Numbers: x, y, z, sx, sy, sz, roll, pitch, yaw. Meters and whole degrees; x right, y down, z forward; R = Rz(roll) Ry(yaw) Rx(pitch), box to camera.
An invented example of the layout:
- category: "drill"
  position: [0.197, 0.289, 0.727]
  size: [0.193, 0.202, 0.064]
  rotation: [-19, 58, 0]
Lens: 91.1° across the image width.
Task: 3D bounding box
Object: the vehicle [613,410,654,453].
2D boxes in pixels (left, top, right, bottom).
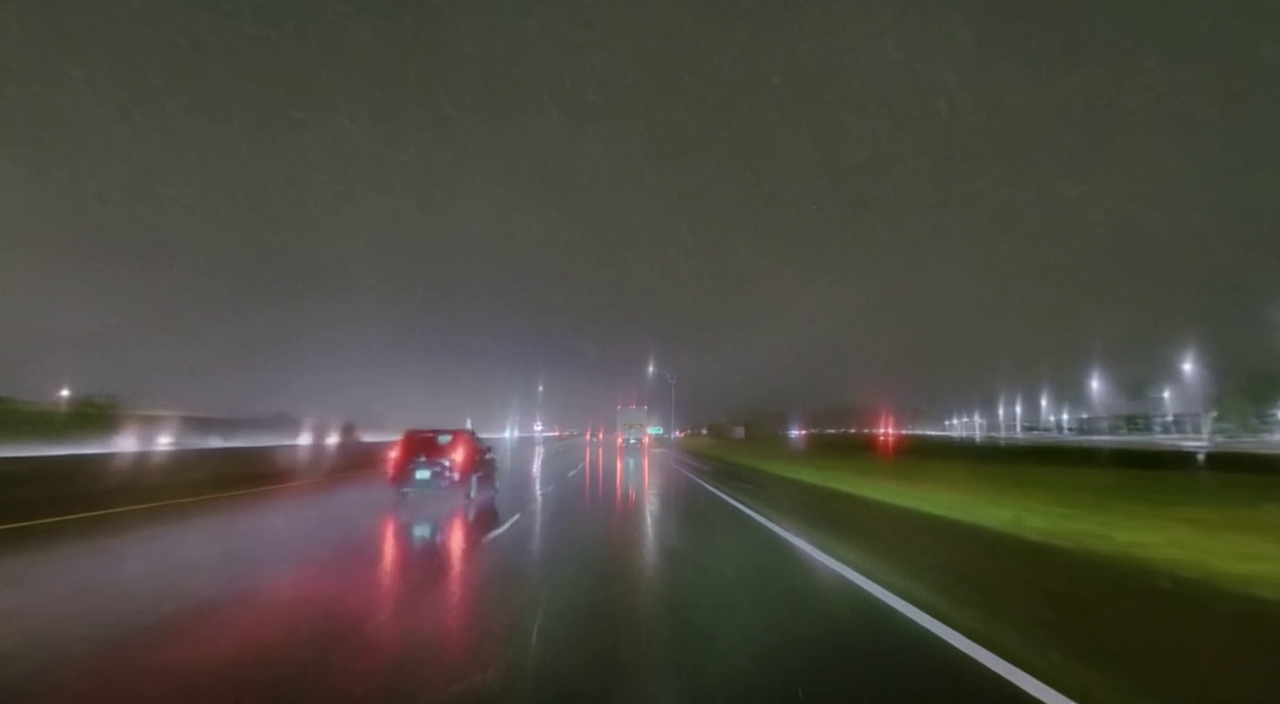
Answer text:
- category: "vehicle"
  position: [-0.566, 5.539, 43.513]
  size: [2.418, 2.704, 6.445]
  rotation: [1, -8, -4]

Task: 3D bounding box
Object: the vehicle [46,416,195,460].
- category: "vehicle"
  position: [-19.675, 3.299, 24.124]
  size: [1.996, 1.512, 4.393]
  rotation: [0, -8, -1]

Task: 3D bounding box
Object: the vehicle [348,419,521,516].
- category: "vehicle"
  position: [-3.618, 2.087, 11.942]
  size: [1.955, 1.508, 3.996]
  rotation: [0, -8, 0]

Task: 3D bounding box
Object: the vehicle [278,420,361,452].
- category: "vehicle"
  position: [-15.758, 4.168, 31.209]
  size: [1.909, 1.492, 4.200]
  rotation: [0, -8, 0]
